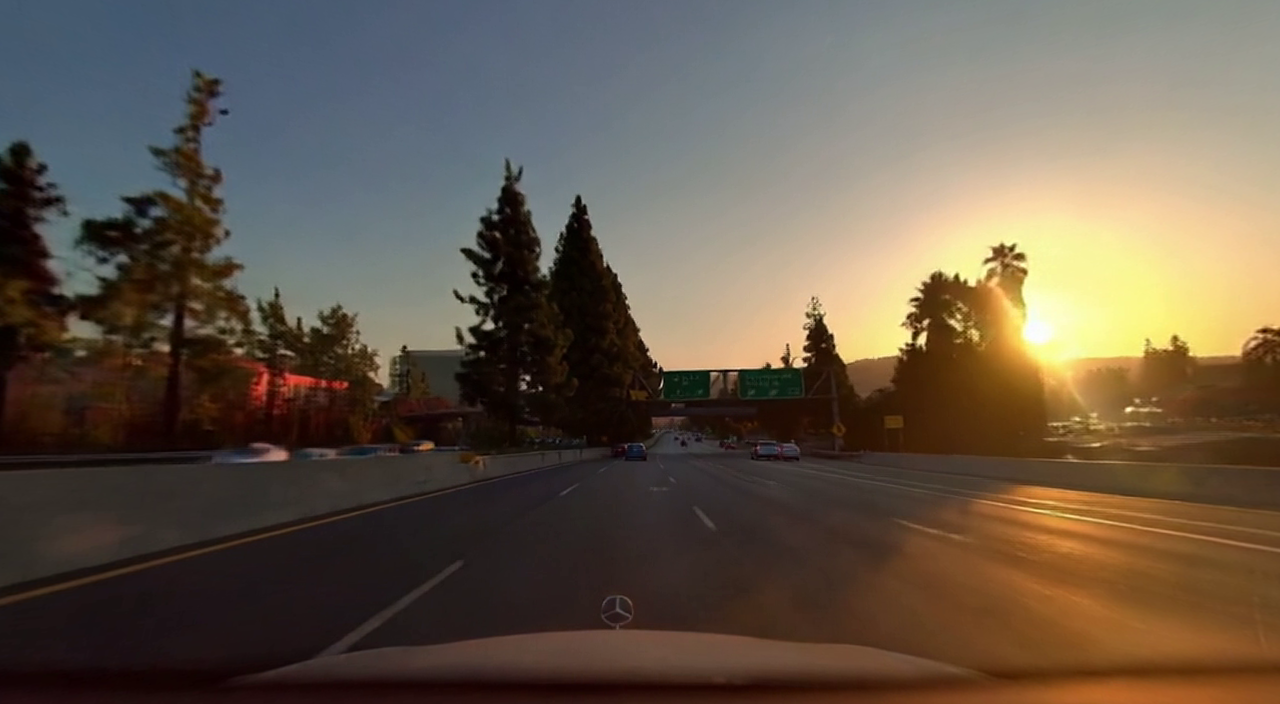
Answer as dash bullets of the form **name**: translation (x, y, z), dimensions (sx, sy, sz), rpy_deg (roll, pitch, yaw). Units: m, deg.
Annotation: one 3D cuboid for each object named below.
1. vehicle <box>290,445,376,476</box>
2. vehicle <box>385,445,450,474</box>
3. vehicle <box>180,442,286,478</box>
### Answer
- **vehicle**: translation (-15.733, 5.547, 32.671), dimensions (2.018, 1.481, 4.665), rpy_deg (0, -8, 1)
- **vehicle**: translation (-12.259, 5.919, 35.118), dimensions (1.996, 1.475, 4.304), rpy_deg (0, -8, 1)
- **vehicle**: translation (-19.530, 5.159, 30.584), dimensions (2.094, 1.592, 4.528), rpy_deg (0, -8, 0)
